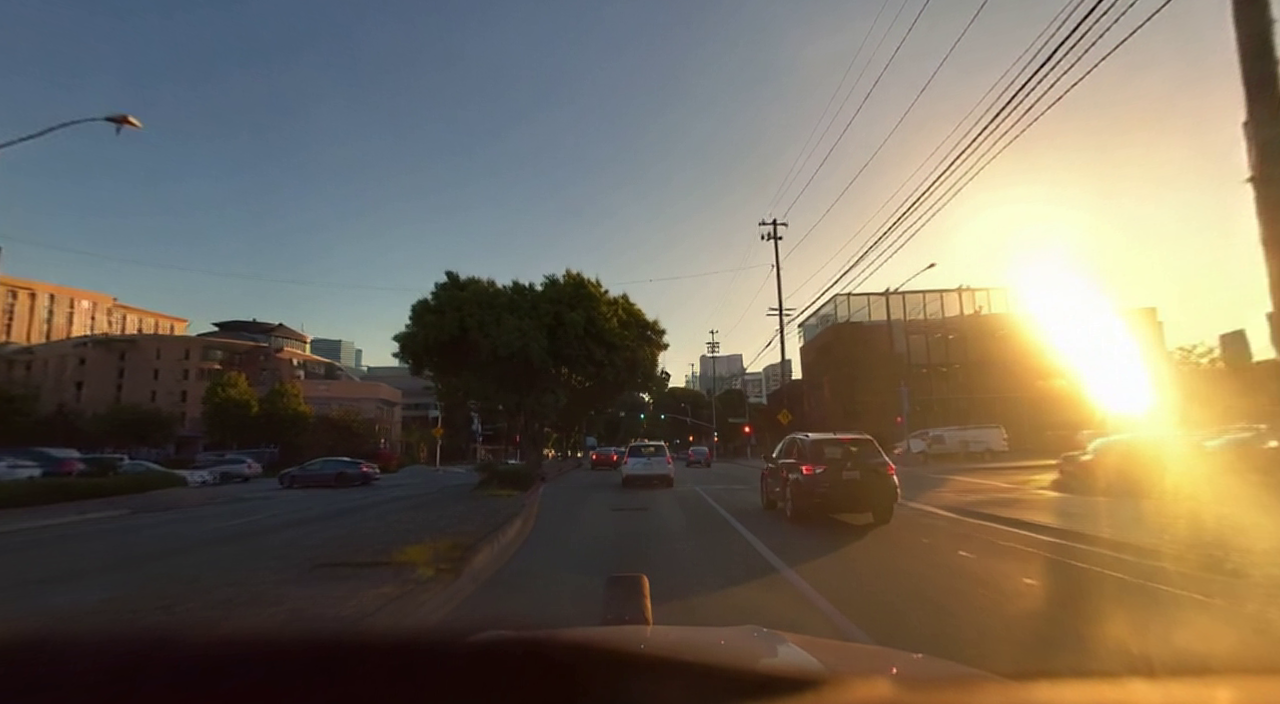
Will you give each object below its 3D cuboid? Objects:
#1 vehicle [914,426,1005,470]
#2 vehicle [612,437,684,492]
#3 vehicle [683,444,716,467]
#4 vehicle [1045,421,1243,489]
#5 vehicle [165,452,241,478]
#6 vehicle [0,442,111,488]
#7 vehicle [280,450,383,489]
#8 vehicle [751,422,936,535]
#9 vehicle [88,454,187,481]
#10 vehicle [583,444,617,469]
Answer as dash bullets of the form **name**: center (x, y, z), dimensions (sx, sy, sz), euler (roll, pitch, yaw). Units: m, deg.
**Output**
- **vehicle**: center (14.440, 4.369, 28.818), dimensions (2.146, 1.837, 4.512), euler (-1, -9, 6)
- **vehicle**: center (0.268, 3.727, 21.284), dimensions (2.200, 1.653, 4.127), euler (0, -9, 1)
- **vehicle**: center (4.171, 7.263, 44.438), dimensions (1.880, 1.503, 4.130), euler (0, -9, -1)
- **vehicle**: center (13.425, 2.777, 17.227), dimensions (1.899, 1.602, 4.297), euler (-1, -9, 2)
- **vehicle**: center (-30.376, 7.817, 43.985), dimensions (1.903, 1.649, 4.654), euler (0, -9, 1)
- **vehicle**: center (-23.485, 4.274, 24.037), dimensions (4.739, 1.635, 2.030), euler (0, -8, 1)
- **vehicle**: center (-13.642, 5.187, 27.810), dimensions (4.290, 1.510, 2.006), euler (-8, -11, 30)
- **vehicle**: center (3.536, 2.287, 12.014), dimensions (2.024, 1.711, 4.512), euler (0, -9, 0)
- **vehicle**: center (-30.412, 6.993, 38.391), dimensions (1.951, 1.459, 4.803), euler (-1, -9, 2)
- **vehicle**: center (-2.638, 6.753, 40.952), dimensions (2.104, 1.488, 4.546), euler (0, -9, -5)
